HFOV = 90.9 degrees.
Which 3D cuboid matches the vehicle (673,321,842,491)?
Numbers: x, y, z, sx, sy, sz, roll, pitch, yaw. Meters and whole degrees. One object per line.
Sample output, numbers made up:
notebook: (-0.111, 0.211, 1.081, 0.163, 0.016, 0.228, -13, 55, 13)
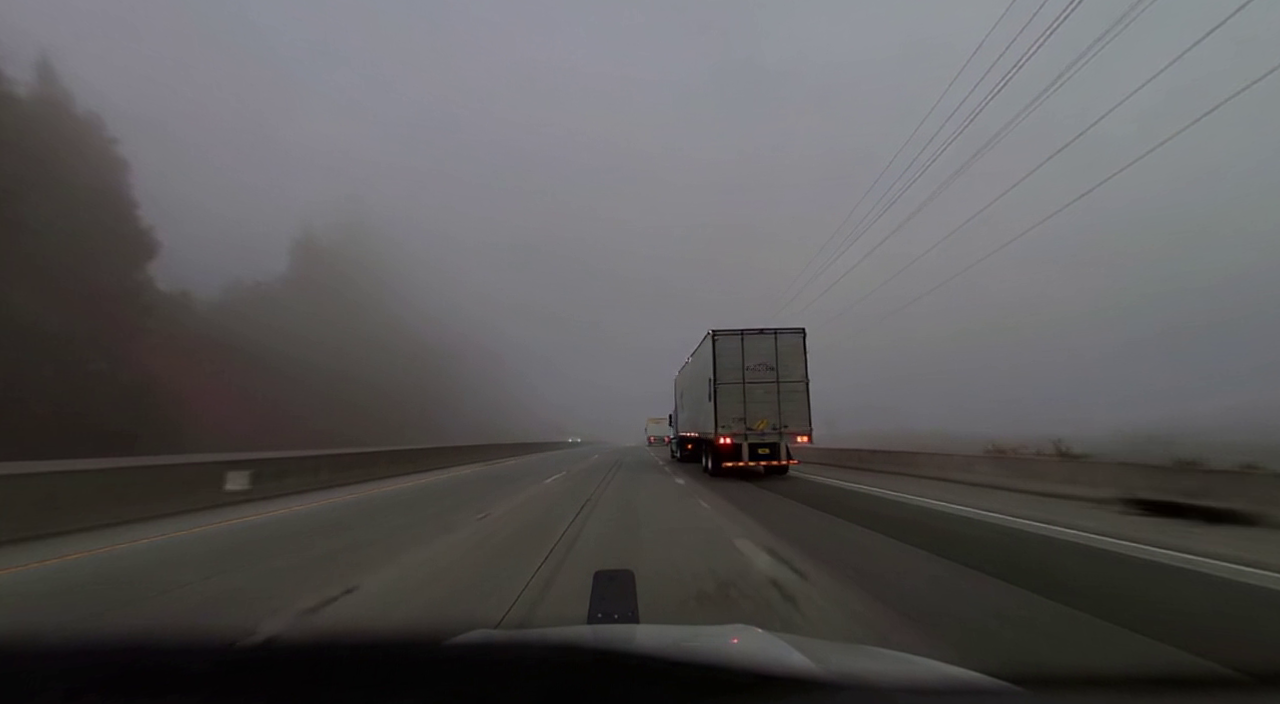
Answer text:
vehicle: (3.153, 2.224, 22.192, 2.905, 4.080, 14.157, 0, -8, -1)
